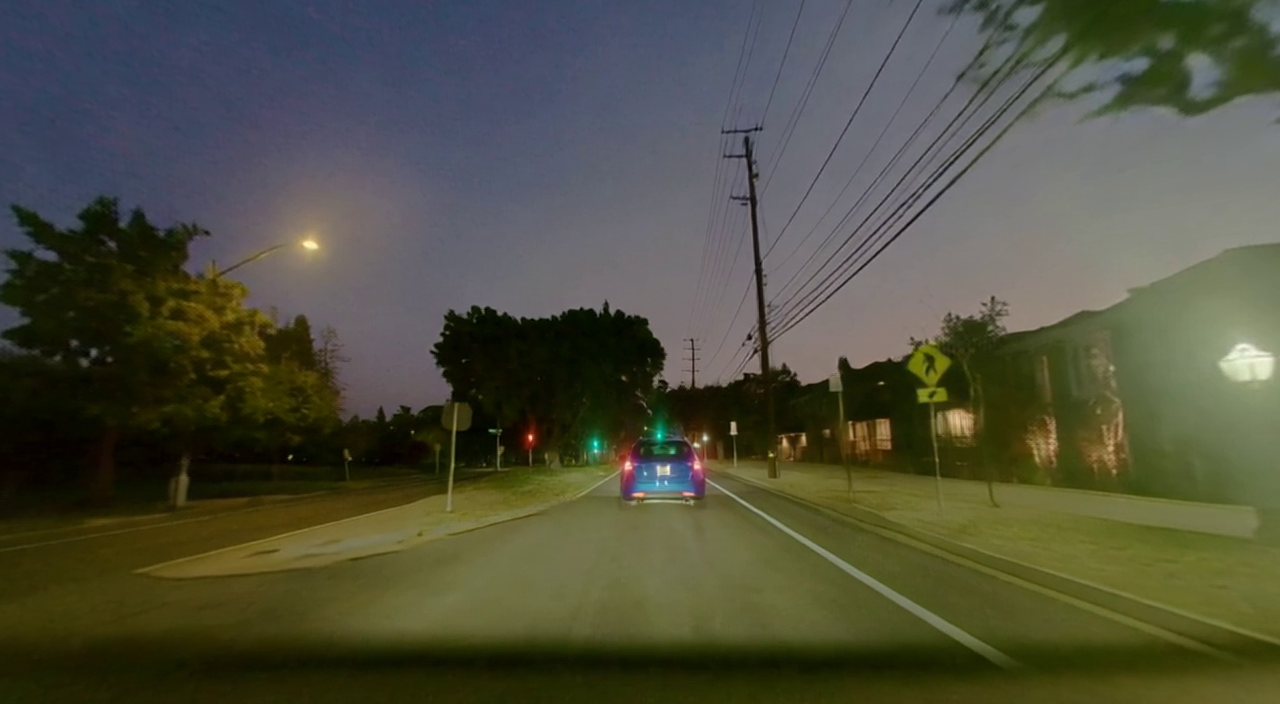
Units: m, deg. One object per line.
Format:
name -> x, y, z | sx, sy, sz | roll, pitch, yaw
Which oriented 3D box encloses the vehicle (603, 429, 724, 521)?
vehicle -> 0.415, 2.552, 13.612 | 2.200, 1.653, 4.127 | 0, -8, 0
